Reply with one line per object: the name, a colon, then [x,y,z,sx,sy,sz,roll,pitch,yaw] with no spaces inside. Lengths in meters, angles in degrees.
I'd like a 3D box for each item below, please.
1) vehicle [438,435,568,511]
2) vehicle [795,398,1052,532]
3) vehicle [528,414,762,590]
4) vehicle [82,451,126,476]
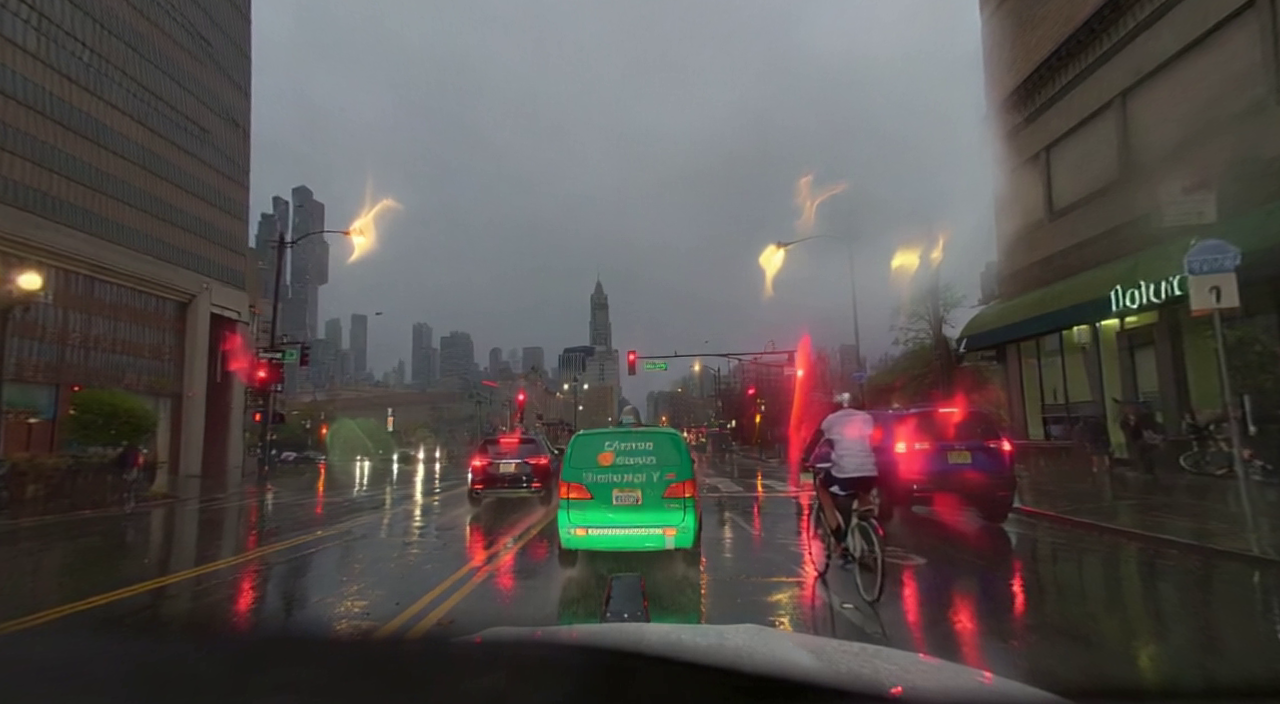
vehicle: [-2.940,2.708,14.631,2.039,1.452,4.489,0,-9,-1]
vehicle: [4.508,1.913,11.130,2.142,1.829,4.767,0,-9,-2]
vehicle: [0.030,1.649,7.721,2.091,1.557,4.000,0,-9,0]
vehicle: [-40.448,8.363,47.475,2.264,1.722,4.721,7,-11,-41]
